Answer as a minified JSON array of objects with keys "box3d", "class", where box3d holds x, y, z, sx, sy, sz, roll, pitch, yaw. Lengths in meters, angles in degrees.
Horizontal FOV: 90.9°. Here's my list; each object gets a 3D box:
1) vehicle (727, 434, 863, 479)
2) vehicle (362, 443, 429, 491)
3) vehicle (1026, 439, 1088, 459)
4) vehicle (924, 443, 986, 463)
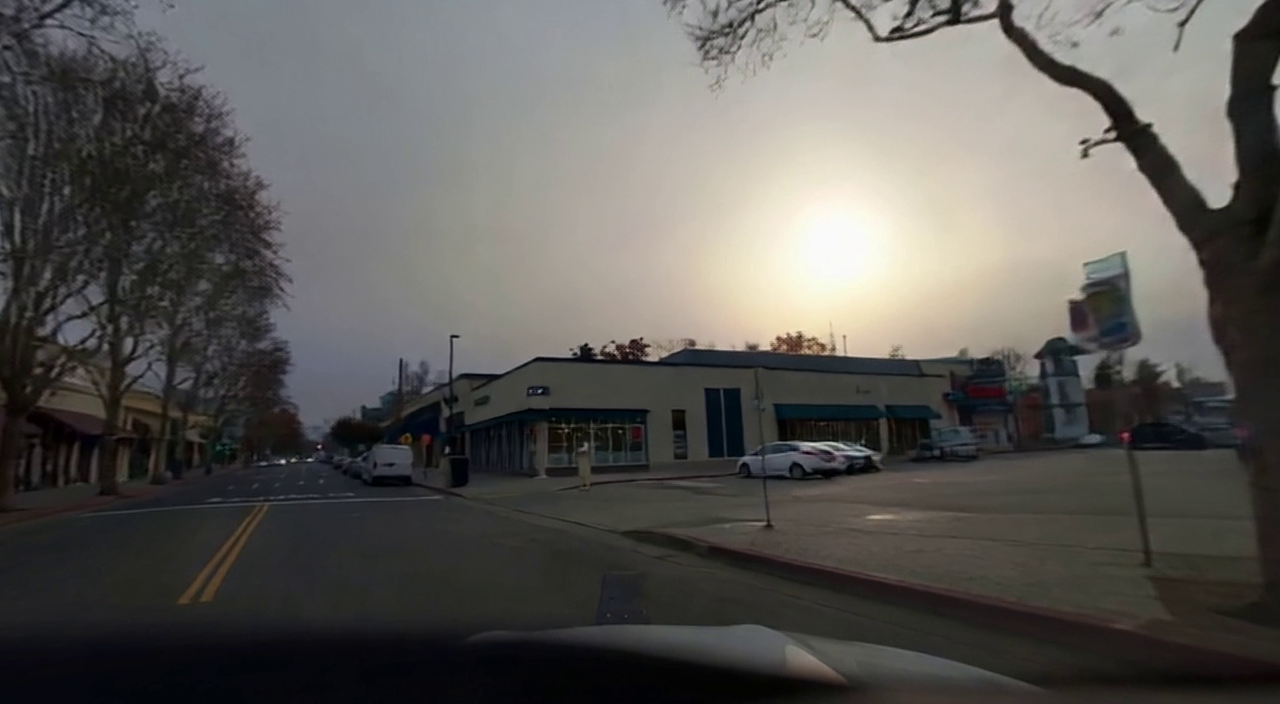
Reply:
[{"box3d":[6.017,4.069,24.827,4.814,1.618,1.869,-6,-10,36],"class":"vehicle"},{"box3d":[-11.491,5.257,29.425,2.150,2.013,4.748,5,-10,-29],"class":"vehicle"},{"box3d":[32.501,7.586,49.256,1.866,1.486,4.145,0,-8,-4],"class":"vehicle"},{"box3d":[22.590,7.286,45.308,1.557,1.372,3.538,5,-11,-34],"class":"vehicle"}]
